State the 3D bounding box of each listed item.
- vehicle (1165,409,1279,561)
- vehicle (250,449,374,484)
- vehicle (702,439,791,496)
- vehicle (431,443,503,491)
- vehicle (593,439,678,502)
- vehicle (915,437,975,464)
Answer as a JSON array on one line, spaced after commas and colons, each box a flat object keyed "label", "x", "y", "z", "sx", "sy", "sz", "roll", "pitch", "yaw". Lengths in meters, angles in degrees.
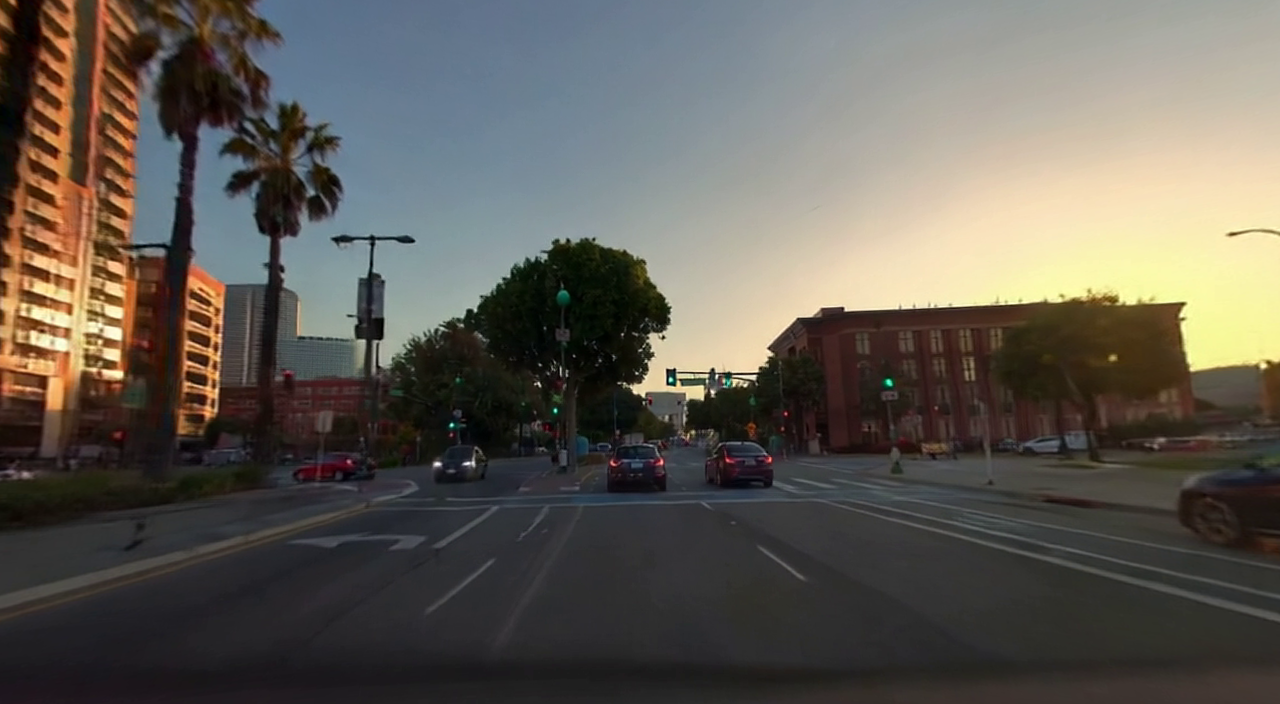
[{"label": "vehicle", "x": 8.180, "y": 1.362, "z": 6.265, "sx": 2.000, "sy": 1.685, "sz": 4.487, "roll": 0, "pitch": -9, "yaw": -1}, {"label": "vehicle", "x": -14.648, "y": 5.113, "z": 28.367, "sx": 4.641, "sy": 1.502, "sz": 1.882, "roll": -2, "pitch": -9, "yaw": 9}, {"label": "vehicle", "x": 3.040, "y": 3.369, "z": 18.731, "sx": 1.909, "sy": 1.500, "sz": 3.524, "roll": 0, "pitch": -9, "yaw": -2}, {"label": "vehicle", "x": -6.272, "y": 4.028, "z": 22.553, "sx": 1.977, "sy": 1.501, "sz": 4.435, "roll": 3, "pitch": -9, "yaw": -21}, {"label": "vehicle", "x": -0.147, "y": 3.134, "z": 17.086, "sx": 2.048, "sy": 1.503, "sz": 3.681, "roll": 0, "pitch": -9, "yaw": -1}, {"label": "vehicle", "x": 19.894, "y": 6.481, "z": 41.478, "sx": 1.959, "sy": 1.674, "sz": 4.706, "roll": -1, "pitch": -9, "yaw": 5}]
